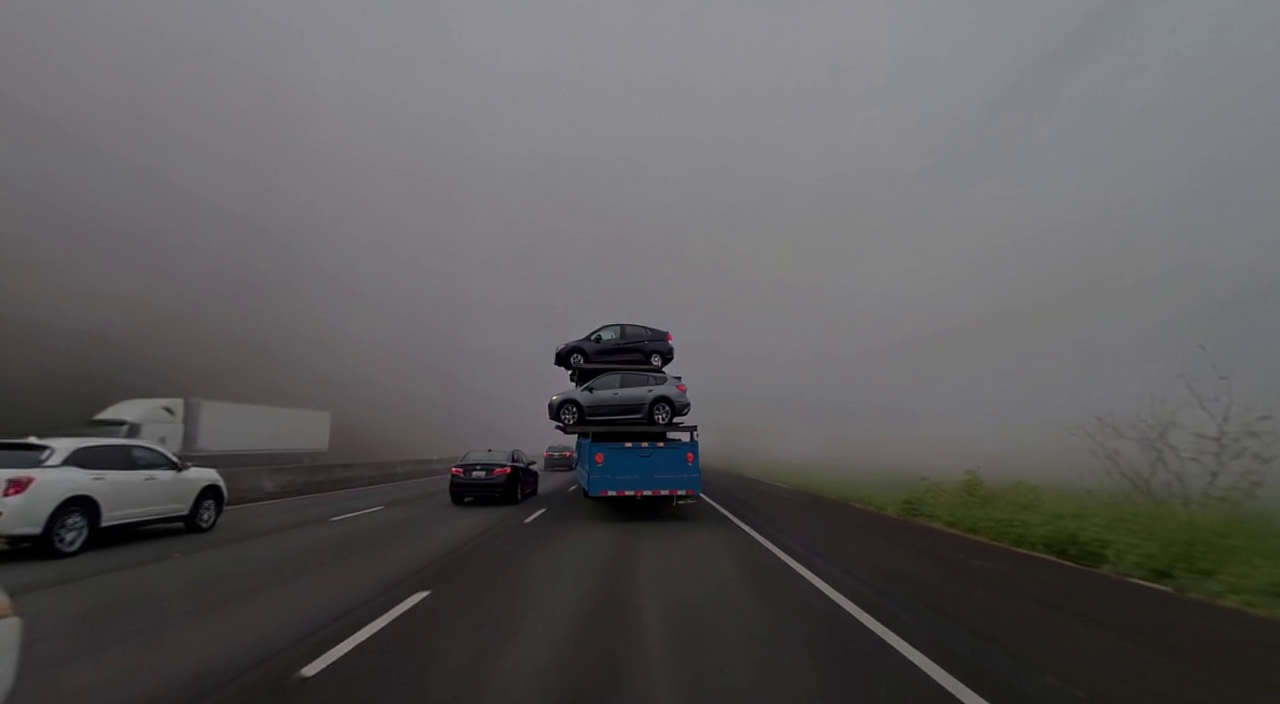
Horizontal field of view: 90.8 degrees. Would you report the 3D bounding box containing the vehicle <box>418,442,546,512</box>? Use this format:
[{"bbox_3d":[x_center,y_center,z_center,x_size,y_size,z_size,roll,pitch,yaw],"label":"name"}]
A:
[{"bbox_3d":[-3.727,3.028,15.795,1.947,1.470,4.526,0,-9,1],"label":"vehicle"}]

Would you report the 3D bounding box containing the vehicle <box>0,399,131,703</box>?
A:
[{"bbox_3d":[-3.393,0.717,0.914,2.149,1.497,3.753,0,-9,0],"label":"vehicle"}]

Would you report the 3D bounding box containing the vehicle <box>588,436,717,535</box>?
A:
[{"bbox_3d":[0.180,2.326,11.496,1.991,1.507,3.391,0,-9,0],"label":"vehicle"}]

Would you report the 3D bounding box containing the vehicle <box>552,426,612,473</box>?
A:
[{"bbox_3d":[-2.152,3.644,23.563,2.031,1.594,4.103,1,-9,-5],"label":"vehicle"}]
